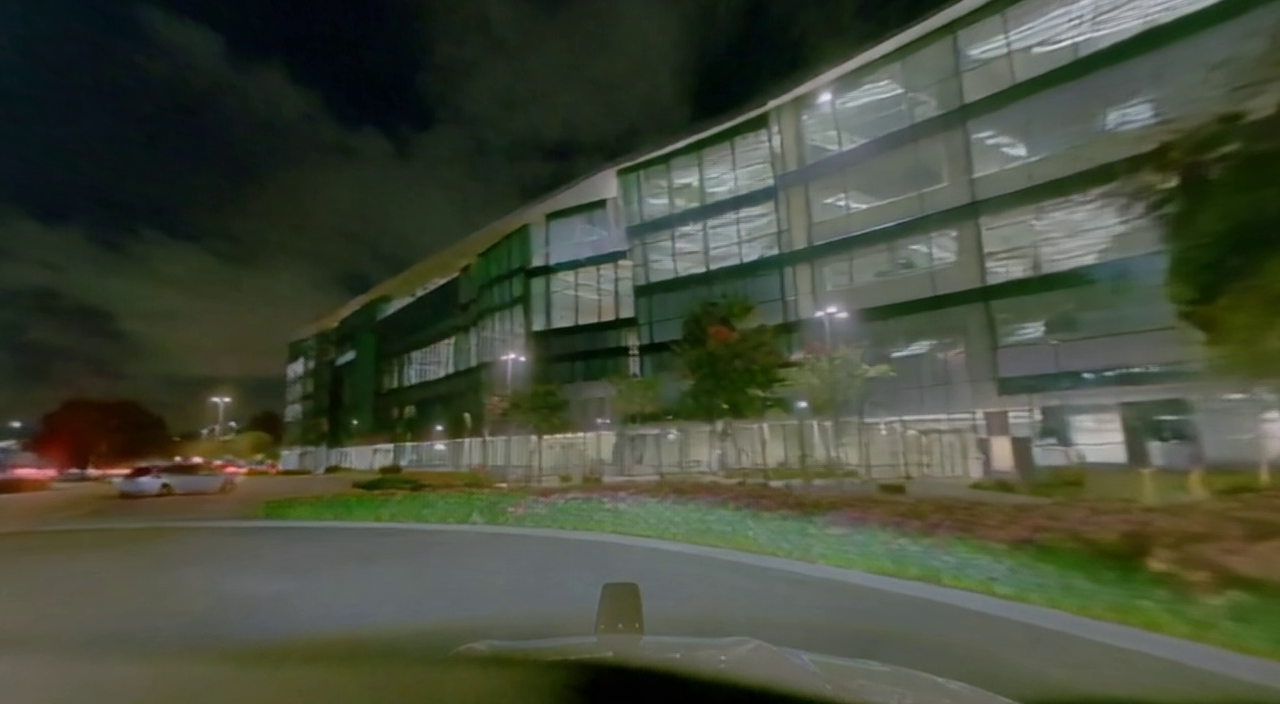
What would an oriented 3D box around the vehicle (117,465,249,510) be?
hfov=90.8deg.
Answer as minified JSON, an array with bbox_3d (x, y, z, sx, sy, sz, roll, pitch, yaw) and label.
[{"bbox_3d":[-21.906,6.468,30.471,4.755,1.707,1.889,-2,-9,-12],"label":"vehicle"}]
